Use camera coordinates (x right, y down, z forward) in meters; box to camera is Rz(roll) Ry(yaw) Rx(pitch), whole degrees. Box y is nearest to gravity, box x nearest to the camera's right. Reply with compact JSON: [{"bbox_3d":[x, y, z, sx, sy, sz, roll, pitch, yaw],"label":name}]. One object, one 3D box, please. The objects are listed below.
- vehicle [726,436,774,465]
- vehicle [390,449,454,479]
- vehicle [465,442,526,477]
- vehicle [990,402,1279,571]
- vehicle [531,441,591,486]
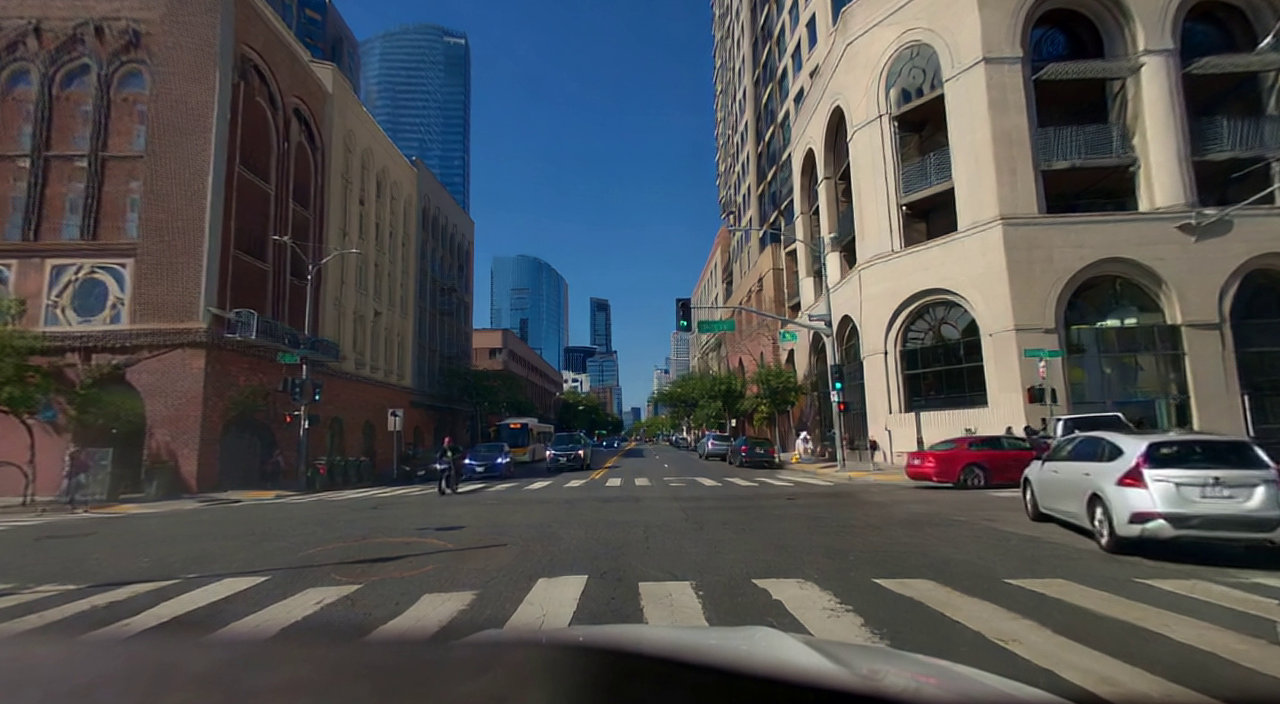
[{"bbox_3d":[6.254,5.649,36.298,1.926,1.574,3.961,0,-8,-2],"label":"vehicle"},{"bbox_3d":[-11.925,6.127,34.834,1.998,1.505,4.405,0,-8,0],"label":"vehicle"},{"bbox_3d":[-6.663,4.981,29.491,1.861,1.508,4.052,0,-8,0],"label":"vehicle"},{"bbox_3d":[6.213,1.568,8.137,1.912,1.505,4.889,-3,-9,17],"label":"vehicle"},{"bbox_3d":[-2.801,3.948,22.745,1.904,1.402,4.759,1,-8,-6],"label":"vehicle"}]
